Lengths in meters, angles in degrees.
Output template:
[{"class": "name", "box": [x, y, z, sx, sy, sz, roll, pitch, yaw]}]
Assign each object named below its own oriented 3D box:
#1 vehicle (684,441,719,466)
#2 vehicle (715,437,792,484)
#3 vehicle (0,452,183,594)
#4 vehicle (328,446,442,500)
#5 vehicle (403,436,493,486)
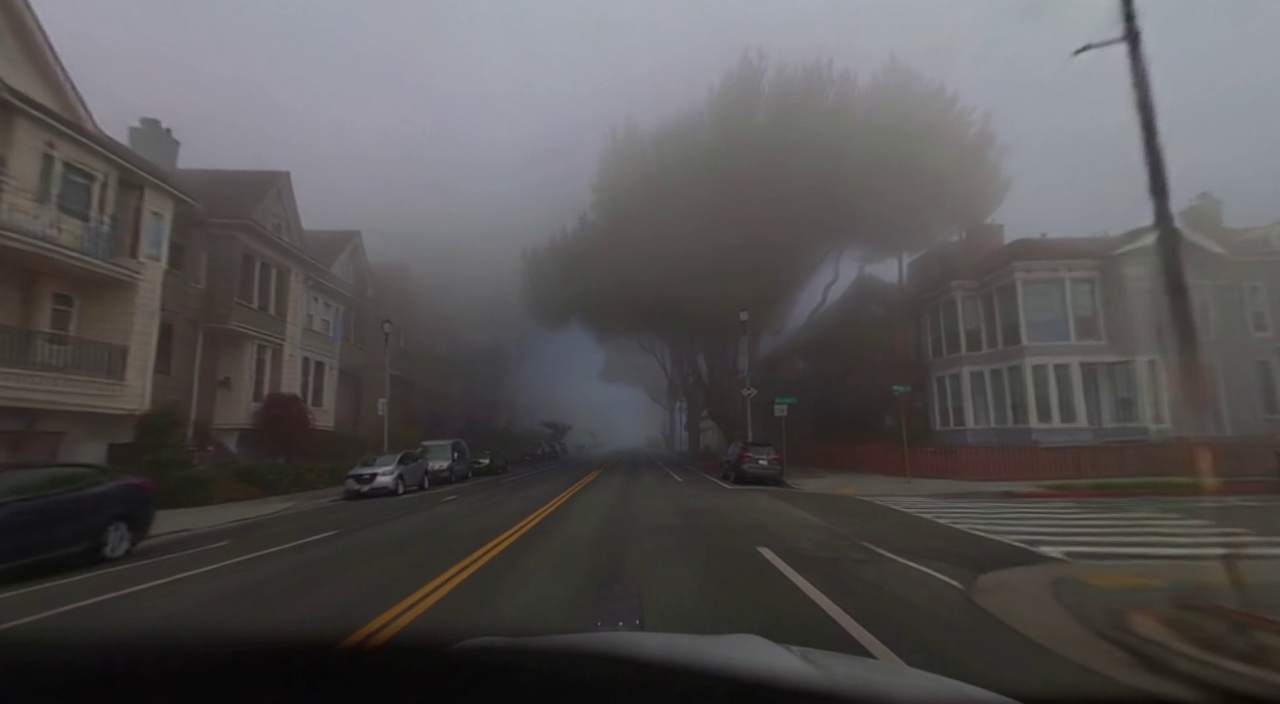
[{"class": "vehicle", "box": [4.093, 6.825, 42.569, 1.845, 1.556, 3.929, 0, -8, -1]}, {"class": "vehicle", "box": [4.344, 4.225, 24.911, 2.034, 1.674, 4.271, 1, -8, -3]}, {"class": "vehicle", "box": [-7.874, 1.968, 7.314, 1.836, 1.474, 4.565, -1, -8, -1]}, {"class": "vehicle", "box": [-8.040, 3.822, 20.423, 1.967, 1.517, 4.360, 0, -8, -2]}, {"class": "vehicle", "box": [-7.838, 4.513, 26.400, 2.283, 1.853, 4.903, 0, -9, -1]}]
